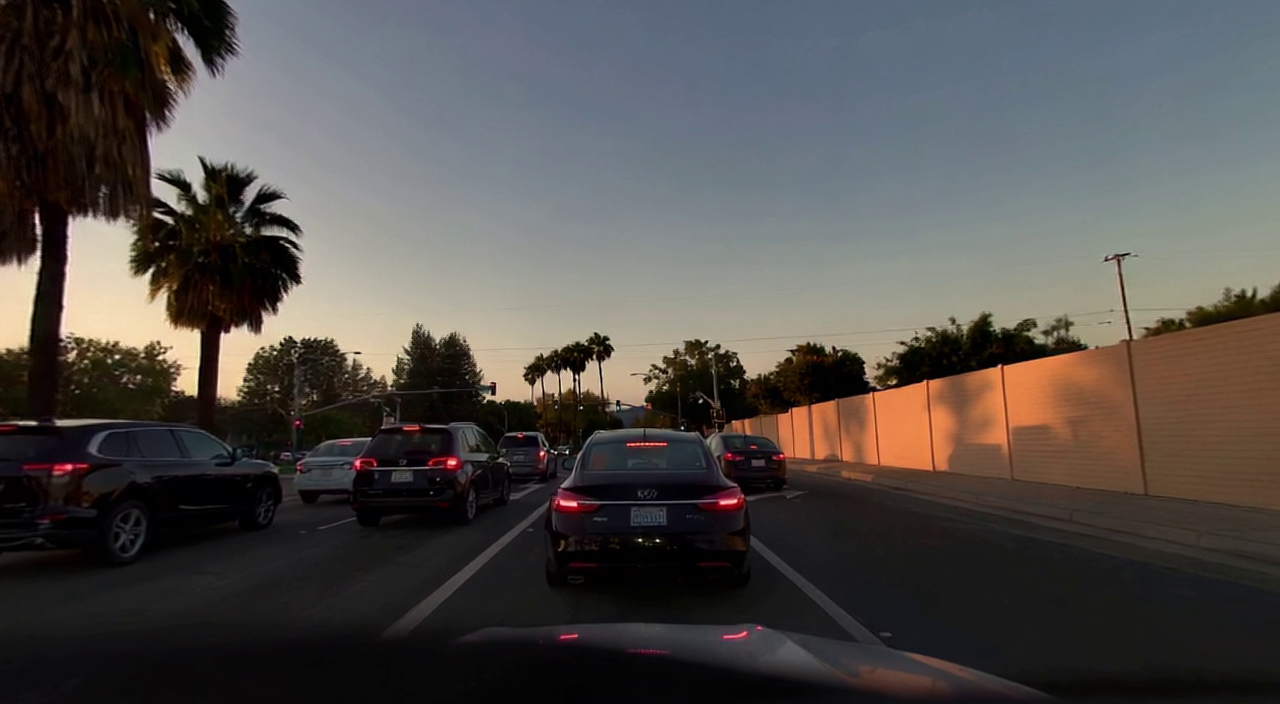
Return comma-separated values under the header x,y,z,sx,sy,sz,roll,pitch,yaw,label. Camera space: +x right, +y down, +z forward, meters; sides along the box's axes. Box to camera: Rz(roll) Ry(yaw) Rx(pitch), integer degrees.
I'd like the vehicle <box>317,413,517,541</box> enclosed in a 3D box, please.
x,y,z,sx,sy,sz,roll,pitch,yaw,label
-3.485,2.028,10.838,2.007,1.746,4.136,0,-8,-2,vehicle

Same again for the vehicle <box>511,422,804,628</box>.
x,y,z,sx,sy,sz,roll,pitch,yaw,label
0.064,1.576,6.795,2.128,1.473,4.272,0,-8,-2,vehicle

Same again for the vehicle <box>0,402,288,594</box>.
x,y,z,sx,sy,sz,roll,pitch,yaw,label
-6.680,1.650,7.981,1.963,1.721,4.467,0,-8,-2,vehicle
